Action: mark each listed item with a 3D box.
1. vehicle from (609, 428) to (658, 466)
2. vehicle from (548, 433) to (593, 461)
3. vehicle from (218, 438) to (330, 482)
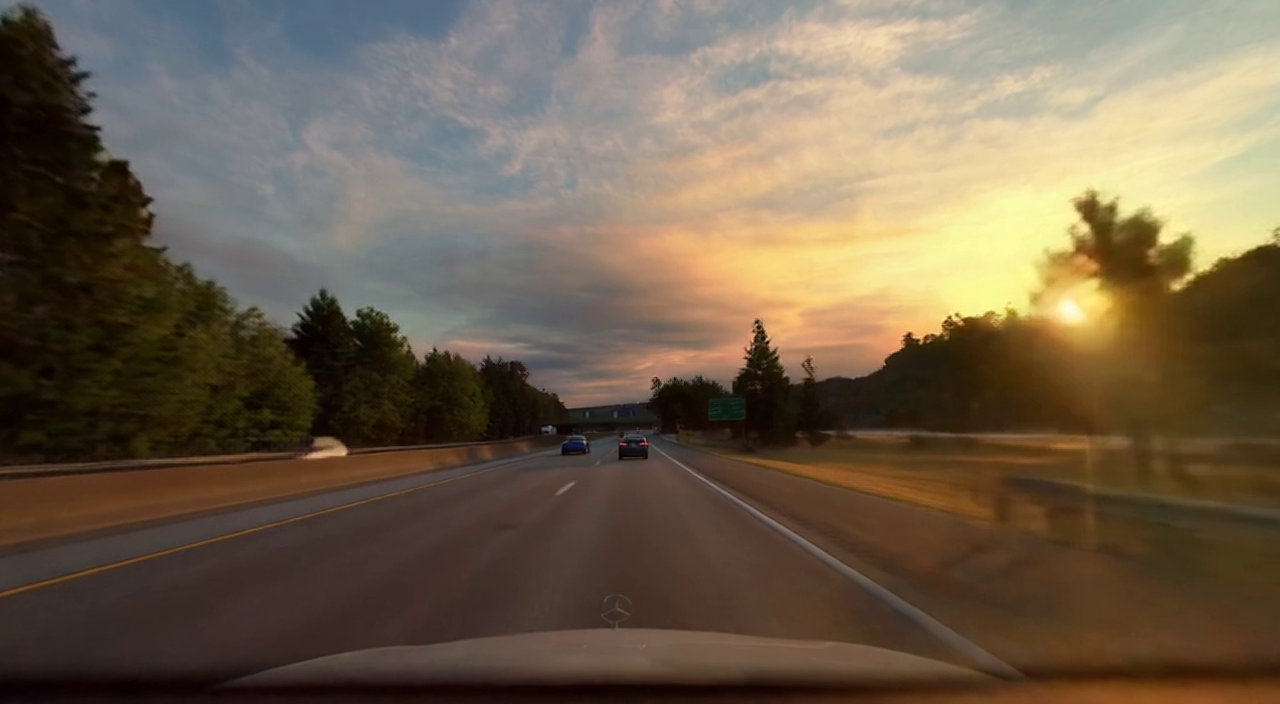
[{"bbox_3d":[-0.298,4.508,30.025,2.134,1.654,4.174,0,-8,0],"label":"vehicle"},{"bbox_3d":[-3.882,5.392,35.935,2.030,1.491,4.046,0,-8,1],"label":"vehicle"},{"bbox_3d":[-12.970,3.817,22.616,1.768,1.401,3.810,0,-8,-1],"label":"vehicle"}]
